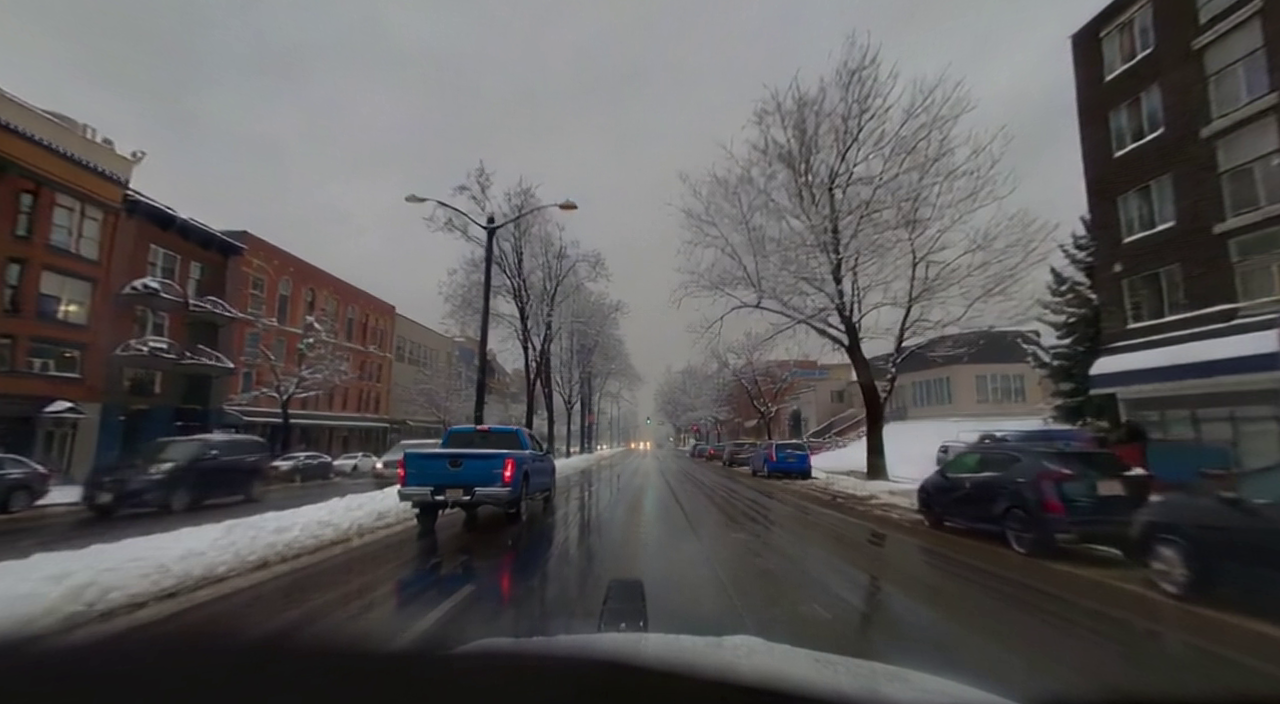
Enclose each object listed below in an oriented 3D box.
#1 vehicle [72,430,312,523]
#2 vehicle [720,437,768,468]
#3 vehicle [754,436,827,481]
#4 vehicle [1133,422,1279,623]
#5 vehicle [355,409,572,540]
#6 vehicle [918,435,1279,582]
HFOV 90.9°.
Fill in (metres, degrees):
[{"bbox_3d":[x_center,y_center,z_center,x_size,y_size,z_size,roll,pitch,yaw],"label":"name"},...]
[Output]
[{"bbox_3d":[-10.043,2.800,14.806,2.095,1.784,4.769,0,-8,0],"label":"vehicle"},{"bbox_3d":[6.186,6.053,38.015,2.018,1.743,4.529,0,-8,-1],"label":"vehicle"},{"bbox_3d":[6.198,4.422,26.518,1.928,1.679,4.716,0,-8,1],"label":"vehicle"},{"bbox_3d":[5.958,1.242,4.311,1.871,1.559,4.015,0,-8,0],"label":"vehicle"},{"bbox_3d":[-2.735,2.094,11.449,2.197,1.786,5.365,0,-8,2],"label":"vehicle"},{"bbox_3d":[6.003,1.965,8.877,2.015,1.494,4.550,0,-8,-1],"label":"vehicle"}]
